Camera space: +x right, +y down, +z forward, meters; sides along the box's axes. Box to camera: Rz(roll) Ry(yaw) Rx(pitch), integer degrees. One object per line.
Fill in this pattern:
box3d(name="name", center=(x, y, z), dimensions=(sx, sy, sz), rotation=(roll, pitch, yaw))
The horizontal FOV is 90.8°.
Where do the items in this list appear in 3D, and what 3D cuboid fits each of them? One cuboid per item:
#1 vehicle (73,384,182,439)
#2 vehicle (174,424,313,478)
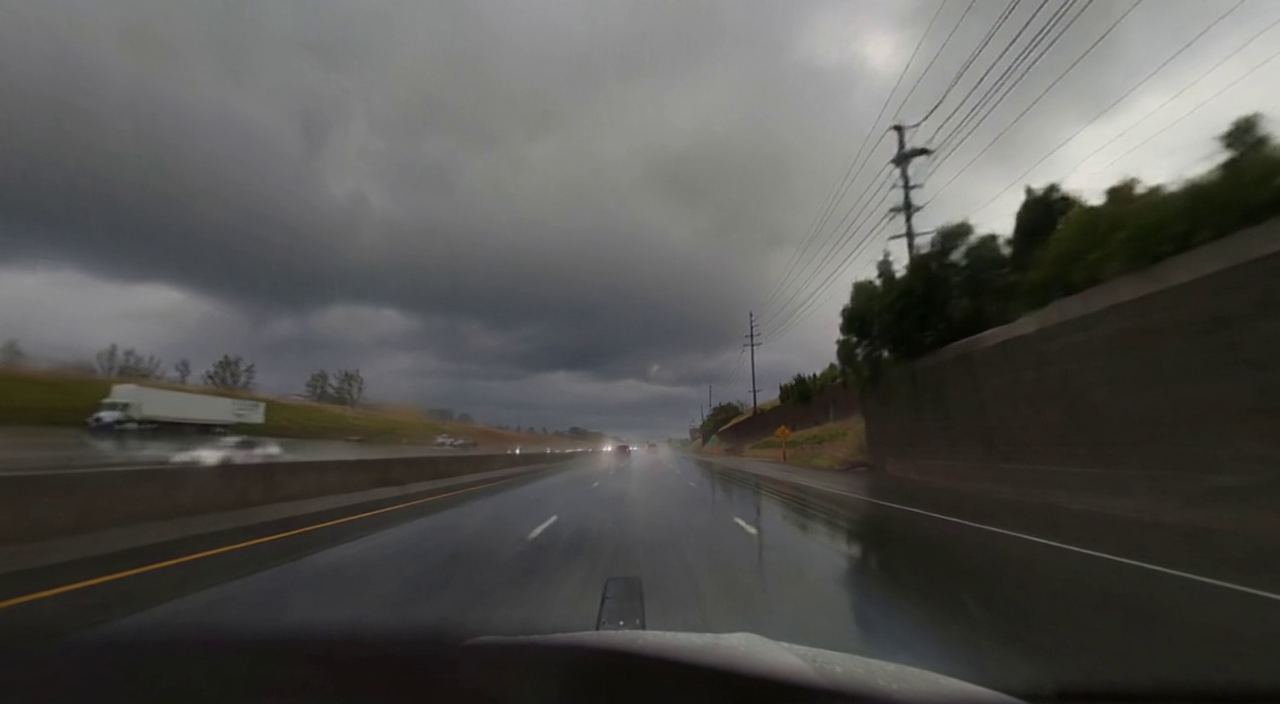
box3d(name="vehicle", center=(-38.598, 4.613, 47.820), dimensions=(2.911, 3.794, 5.923), rotation=(-1, -9, 3))
box3d(name="vehicle", center=(-18.825, 4.769, 30.502), dimensions=(2.382, 2.331, 6.448), rotation=(0, -9, 1))
